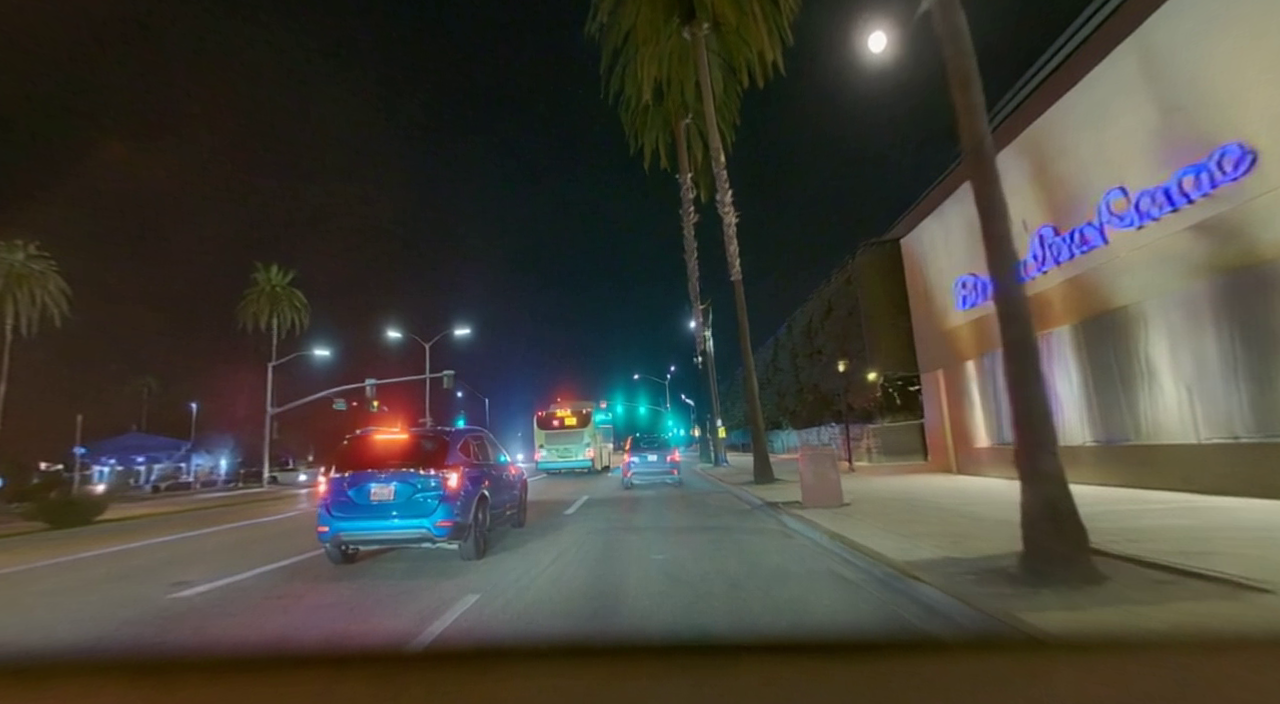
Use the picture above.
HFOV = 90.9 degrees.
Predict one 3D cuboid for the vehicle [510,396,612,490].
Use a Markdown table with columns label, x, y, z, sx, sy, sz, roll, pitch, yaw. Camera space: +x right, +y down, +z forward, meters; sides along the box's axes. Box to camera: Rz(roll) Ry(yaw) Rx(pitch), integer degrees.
| label | x | y | z | sx | sy | sz | roll | pitch | yaw |
| --- | --- | --- | --- | --- | --- | --- | --- | --- | --- |
| vehicle | -2.785 | 3.604 | 24.951 | 2.775 | 3.064 | 8.297 | -1 | -8 | 1 |

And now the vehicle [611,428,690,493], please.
| label | x | y | z | sx | sy | sz | roll | pitch | yaw |
| --- | --- | --- | --- | --- | --- | --- | --- | --- | --- |
| vehicle | 0.287 | 3.201 | 18.922 | 2.120 | 1.727 | 3.917 | 0 | -8 | 1 |

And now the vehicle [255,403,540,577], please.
| label | x | y | z | sx | sy | sz | roll | pitch | yaw |
| --- | --- | --- | --- | --- | --- | --- | --- | --- | --- |
| vehicle | -2.906 | 1.783 | 8.947 | 2.124 | 1.799 | 4.587 | 0 | -8 | 1 |
